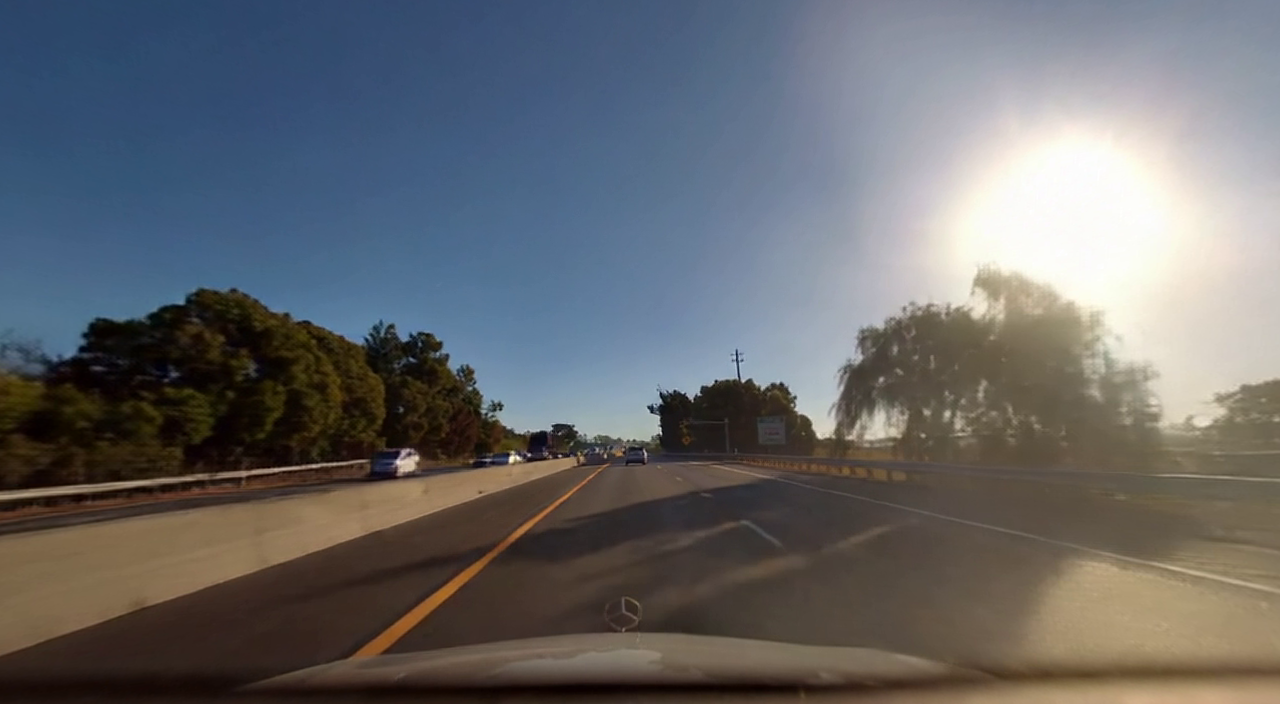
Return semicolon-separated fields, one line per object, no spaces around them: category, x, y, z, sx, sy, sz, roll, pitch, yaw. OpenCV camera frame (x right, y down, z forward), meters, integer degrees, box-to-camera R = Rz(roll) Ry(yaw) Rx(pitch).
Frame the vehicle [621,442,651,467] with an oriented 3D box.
vehicle;-0.301;7.379;45.259;2.098;1.692;4.038;0;-9;-1

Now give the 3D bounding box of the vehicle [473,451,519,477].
vehicle;-8.784;6.850;38.504;1.852;1.487;3.890;0;-9;1

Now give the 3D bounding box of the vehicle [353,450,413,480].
vehicle;-14.250;6.275;34.957;1.808;1.545;3.611;0;-9;1
